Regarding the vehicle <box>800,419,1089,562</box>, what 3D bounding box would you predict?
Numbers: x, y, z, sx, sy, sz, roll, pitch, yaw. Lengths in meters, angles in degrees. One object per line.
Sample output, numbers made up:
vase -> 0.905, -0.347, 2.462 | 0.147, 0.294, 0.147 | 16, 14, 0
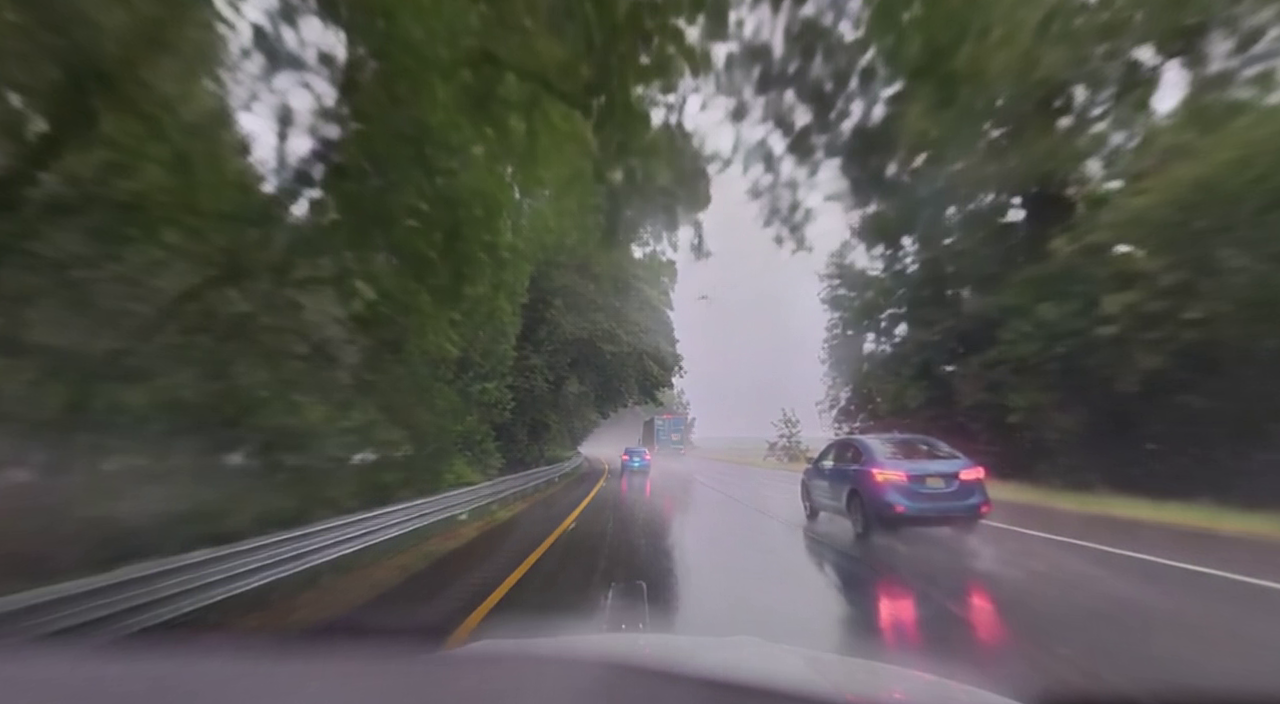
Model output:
vehicle -> 4.026, 1.916, 9.461 | 1.977, 1.599, 4.605 | 0, -9, -1

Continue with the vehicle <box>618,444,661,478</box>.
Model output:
vehicle -> -0.090, 5.061, 29.487 | 1.913, 1.460, 3.610 | 0, -9, -2
